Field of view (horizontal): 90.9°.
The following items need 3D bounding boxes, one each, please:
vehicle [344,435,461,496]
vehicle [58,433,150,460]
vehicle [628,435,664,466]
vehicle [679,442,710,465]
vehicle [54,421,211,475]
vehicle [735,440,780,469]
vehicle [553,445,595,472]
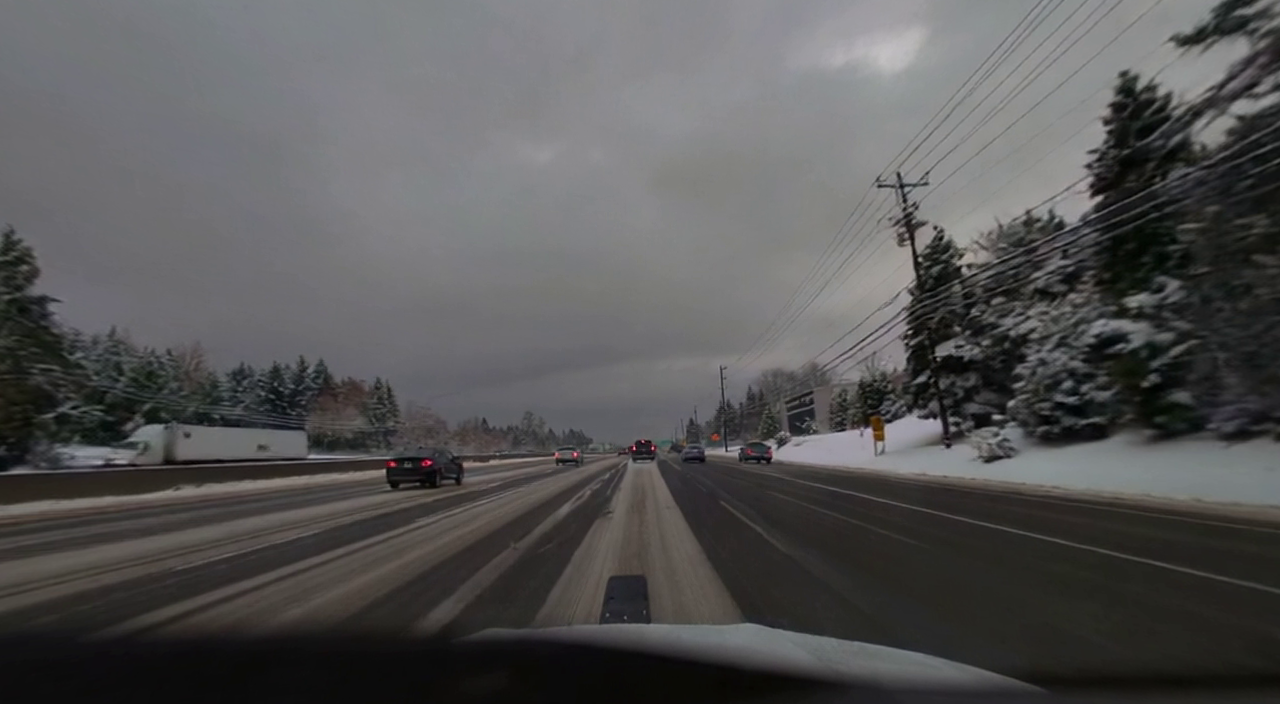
[{"bbox_3d":[-7.387,3.564,20.186,2.007,1.732,4.395,0,-8,0],"label":"vehicle"},{"bbox_3d":[-37.490,6.584,44.268,2.159,1.578,5.016,-3,-6,-1],"label":"vehicle"},{"bbox_3d":[0.397,7.474,47.967,2.622,2.208,5.320,0,-8,-1],"label":"vehicle"},{"bbox_3d":[4.206,7.922,49.478,1.996,1.710,4.256,0,-8,0],"label":"vehicle"},{"bbox_3d":[-37.394,7.150,47.270,3.005,3.557,10.456,0,-8,0],"label":"vehicle"},{"bbox_3d":[7.318,6.421,39.617,1.937,1.698,4.322,0,-8,-1],"label":"vehicle"},{"bbox_3d":[-3.797,6.196,36.862,1.979,1.469,4.378,0,-8,0],"label":"vehicle"}]
